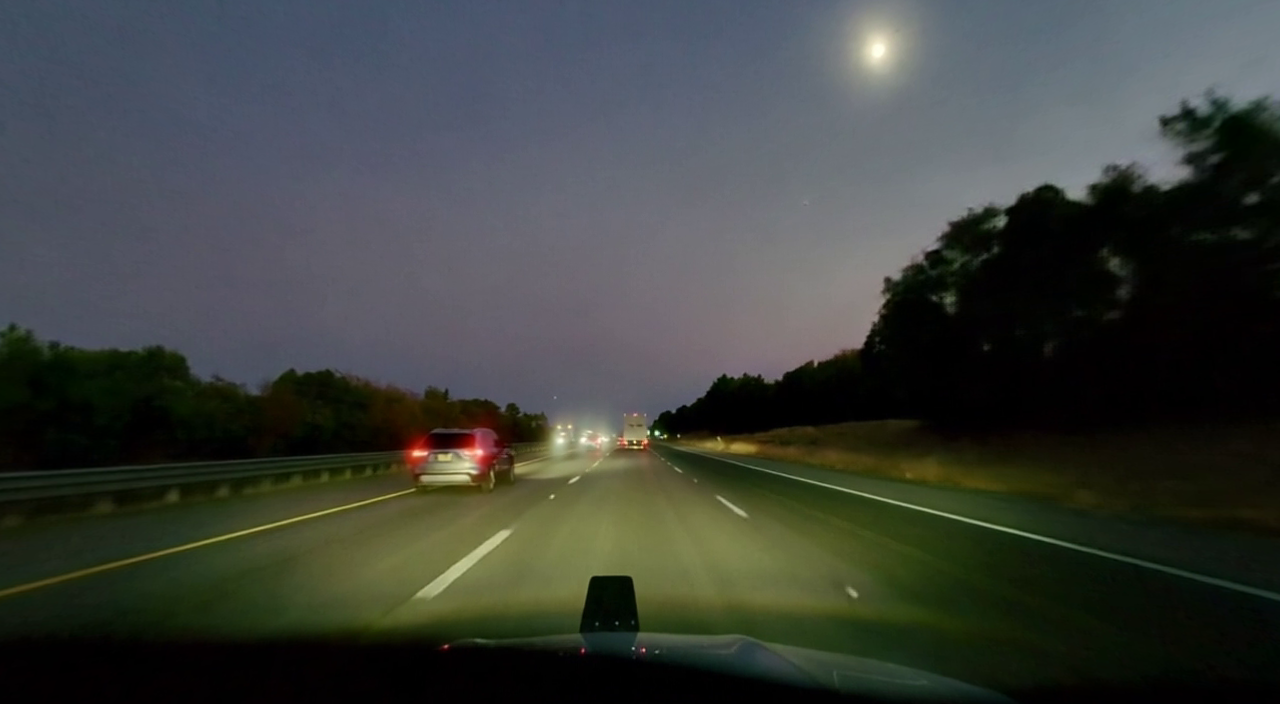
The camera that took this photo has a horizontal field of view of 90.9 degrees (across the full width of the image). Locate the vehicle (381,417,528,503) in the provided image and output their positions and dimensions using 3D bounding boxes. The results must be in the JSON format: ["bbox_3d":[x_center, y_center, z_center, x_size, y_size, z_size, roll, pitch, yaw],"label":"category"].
[{"bbox_3d":[-3.970,2.378,14.362,2.045,1.655,4.301,0,-8,0],"label":"vehicle"}]

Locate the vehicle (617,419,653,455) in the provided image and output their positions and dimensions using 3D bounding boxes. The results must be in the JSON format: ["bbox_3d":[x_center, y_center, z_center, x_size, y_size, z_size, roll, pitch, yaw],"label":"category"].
[{"bbox_3d":[-0.393,6.434,47.562,2.526,2.531,5.026,0,-8,-1],"label":"vehicle"}]
